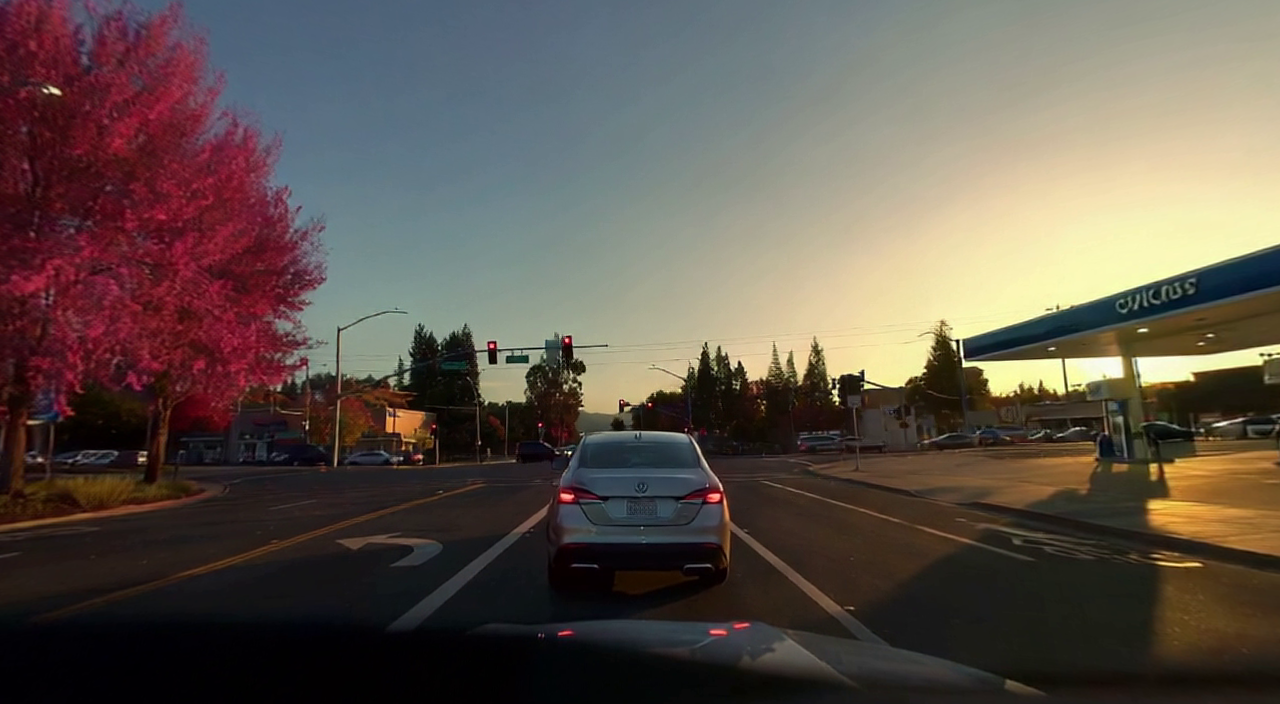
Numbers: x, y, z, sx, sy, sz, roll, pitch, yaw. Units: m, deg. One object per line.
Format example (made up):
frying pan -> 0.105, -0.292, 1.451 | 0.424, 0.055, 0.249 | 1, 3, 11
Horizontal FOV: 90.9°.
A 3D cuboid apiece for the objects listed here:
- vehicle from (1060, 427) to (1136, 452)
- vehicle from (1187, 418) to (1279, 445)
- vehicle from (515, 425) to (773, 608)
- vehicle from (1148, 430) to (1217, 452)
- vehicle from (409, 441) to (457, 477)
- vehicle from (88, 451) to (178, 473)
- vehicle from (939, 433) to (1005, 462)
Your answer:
vehicle -> 34.748, 6.610, 47.856 | 4.294, 1.557, 1.744 | -4, -7, 1
vehicle -> 36.318, 4.895, 38.483 | 1.848, 1.581, 4.475 | 0, -8, 2
vehicle -> 0.010, 1.652, 7.275 | 2.112, 1.482, 4.057 | 0, -8, -1
vehicle -> 40.948, 6.737, 47.649 | 3.573, 1.432, 1.604 | -3, -8, 3
vehicle -> -11.461, 5.930, 35.244 | 2.019, 1.867, 4.660 | 2, -8, -12
vehicle -> -36.918, 7.972, 46.030 | 1.889, 1.455, 4.813 | -2, -9, 15
vehicle -> 18.385, 5.275, 34.838 | 2.053, 1.495, 4.091 | -8, -12, 43
